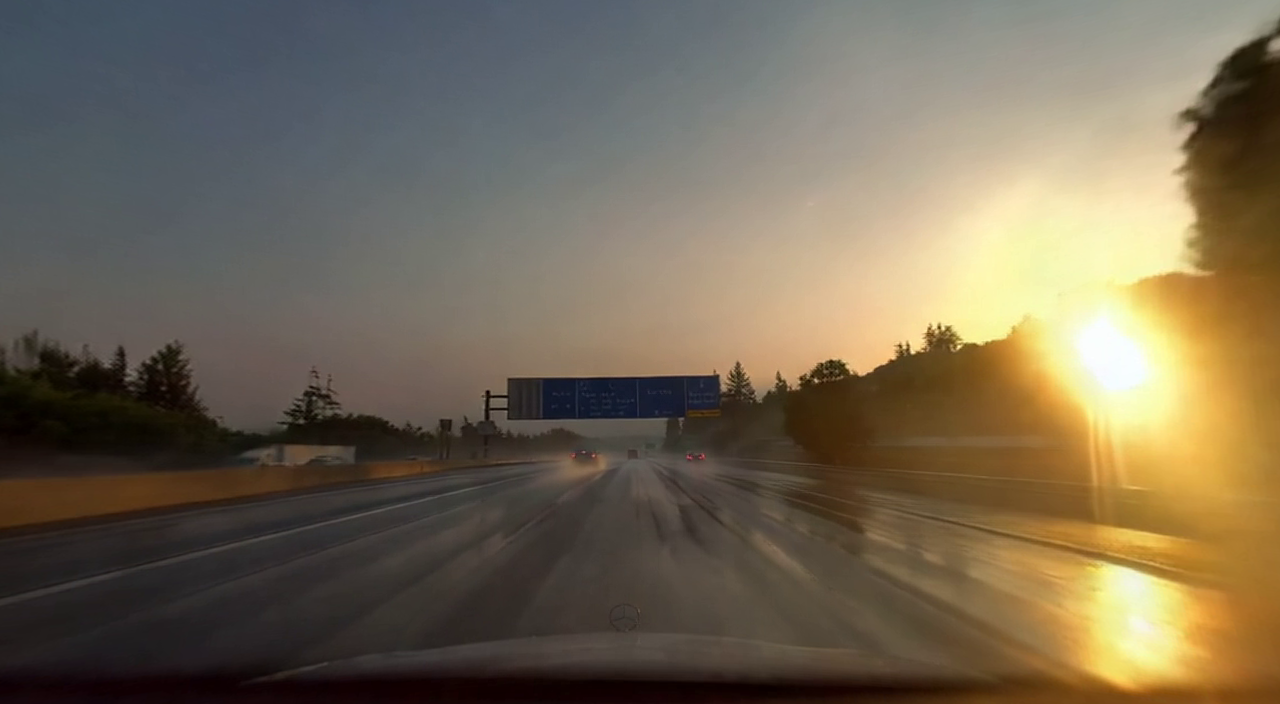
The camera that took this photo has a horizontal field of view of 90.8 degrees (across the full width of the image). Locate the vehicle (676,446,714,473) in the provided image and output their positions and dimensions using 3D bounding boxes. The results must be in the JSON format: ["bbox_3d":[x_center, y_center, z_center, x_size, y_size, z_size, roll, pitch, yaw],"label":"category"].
[{"bbox_3d":[3.742,7.421,43.654,2.133,1.746,4.511,0,-9,-1],"label":"vehicle"}]

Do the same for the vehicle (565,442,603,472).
[{"bbox_3d":[-4.012,7.671,46.166,2.278,2.054,4.498,0,-9,1],"label":"vehicle"}]
